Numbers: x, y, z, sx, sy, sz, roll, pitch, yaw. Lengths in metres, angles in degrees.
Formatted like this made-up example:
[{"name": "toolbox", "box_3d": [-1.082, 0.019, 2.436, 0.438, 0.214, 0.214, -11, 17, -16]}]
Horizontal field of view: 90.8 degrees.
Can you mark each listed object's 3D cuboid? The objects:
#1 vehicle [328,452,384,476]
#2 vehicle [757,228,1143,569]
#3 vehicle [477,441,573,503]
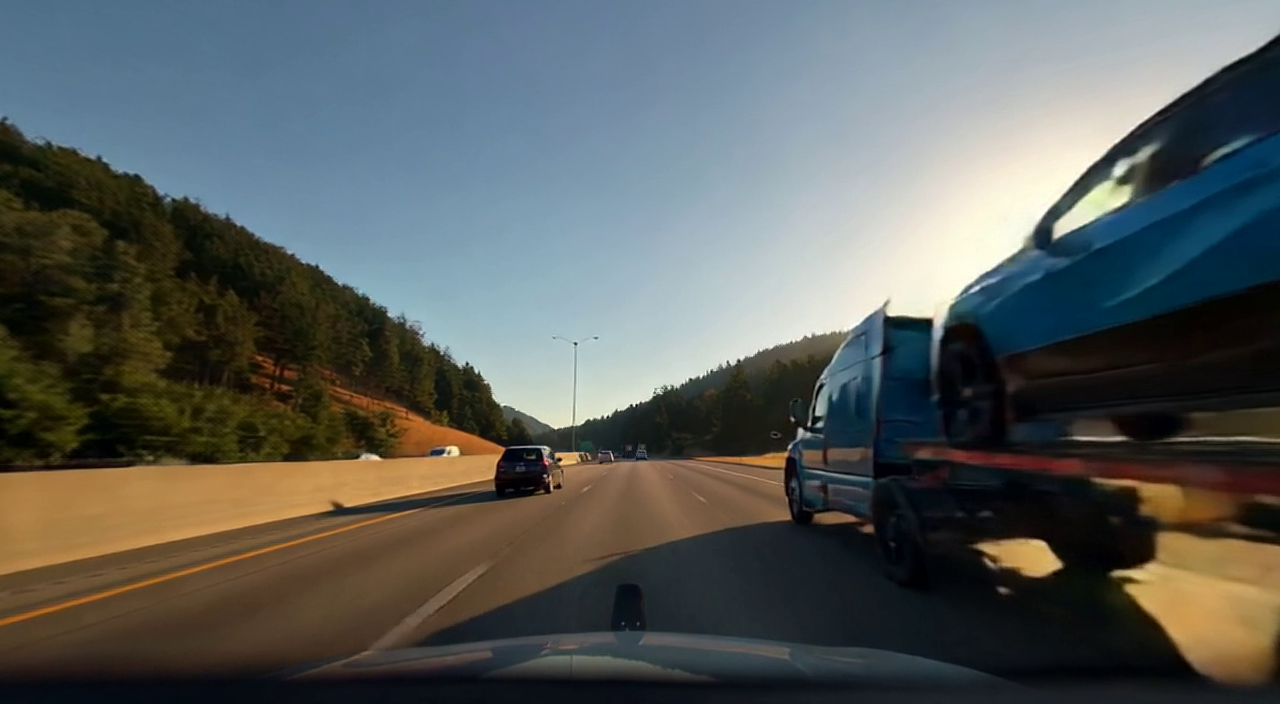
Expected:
[{"name": "vehicle", "box_3d": [-19.165, 7.532, 42.774, 1.802, 1.487, 4.304, 0, -9, 0]}, {"name": "vehicle", "box_3d": [3.983, 0.892, 10.049, 3.016, 3.891, 5.767, 0, -9, 0]}, {"name": "vehicle", "box_3d": [-3.137, 3.372, 18.050, 1.944, 1.548, 4.051, 0, -9, 0]}]
